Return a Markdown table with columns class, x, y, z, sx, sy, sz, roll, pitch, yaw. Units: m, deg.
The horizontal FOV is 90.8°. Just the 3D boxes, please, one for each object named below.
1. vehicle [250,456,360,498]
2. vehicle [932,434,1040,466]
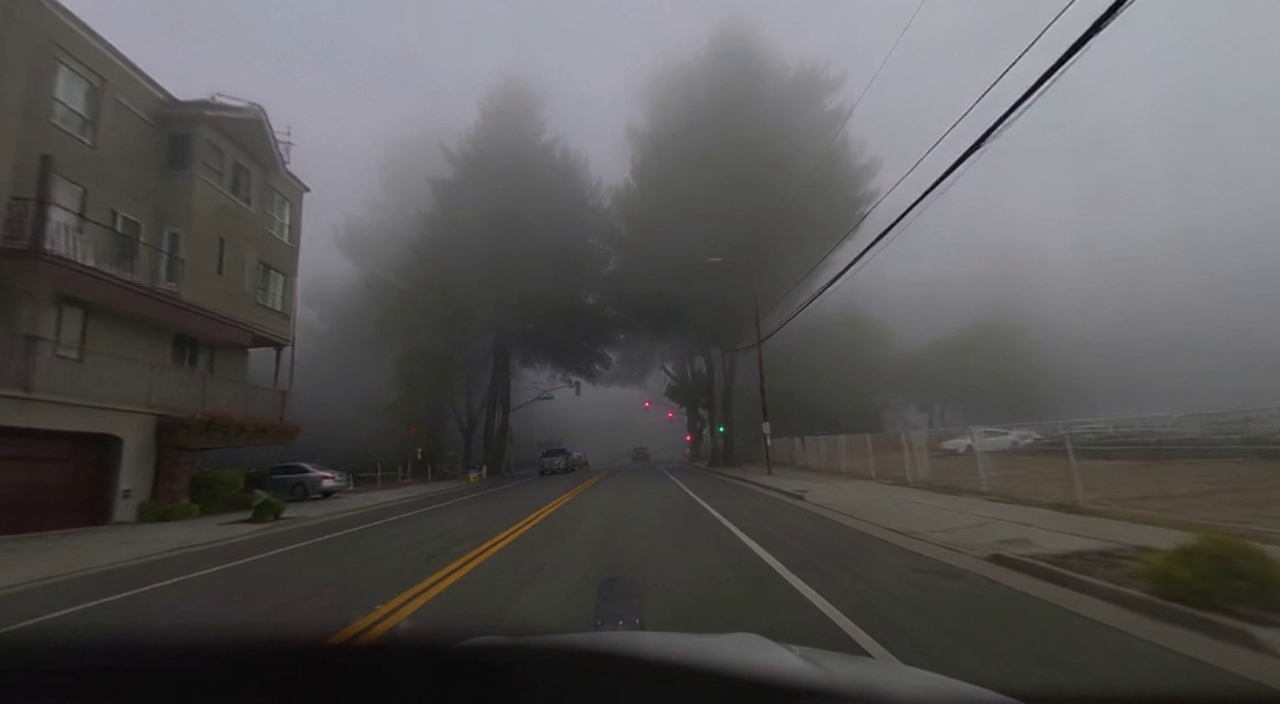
| class | x | y | z | sx | sy | sz | roll | pitch | yaw |
| --- | --- | --- | --- | --- | --- | --- | --- | --- | --- |
| vehicle | -12.794 | 4.769 | 24.492 | 1.934 | 1.389 | 4.364 | 0 | -9 | -1 |
| vehicle | 17.253 | 4.934 | 31.618 | 4.161 | 1.442 | 2.023 | -1 | -10 | 0 |
